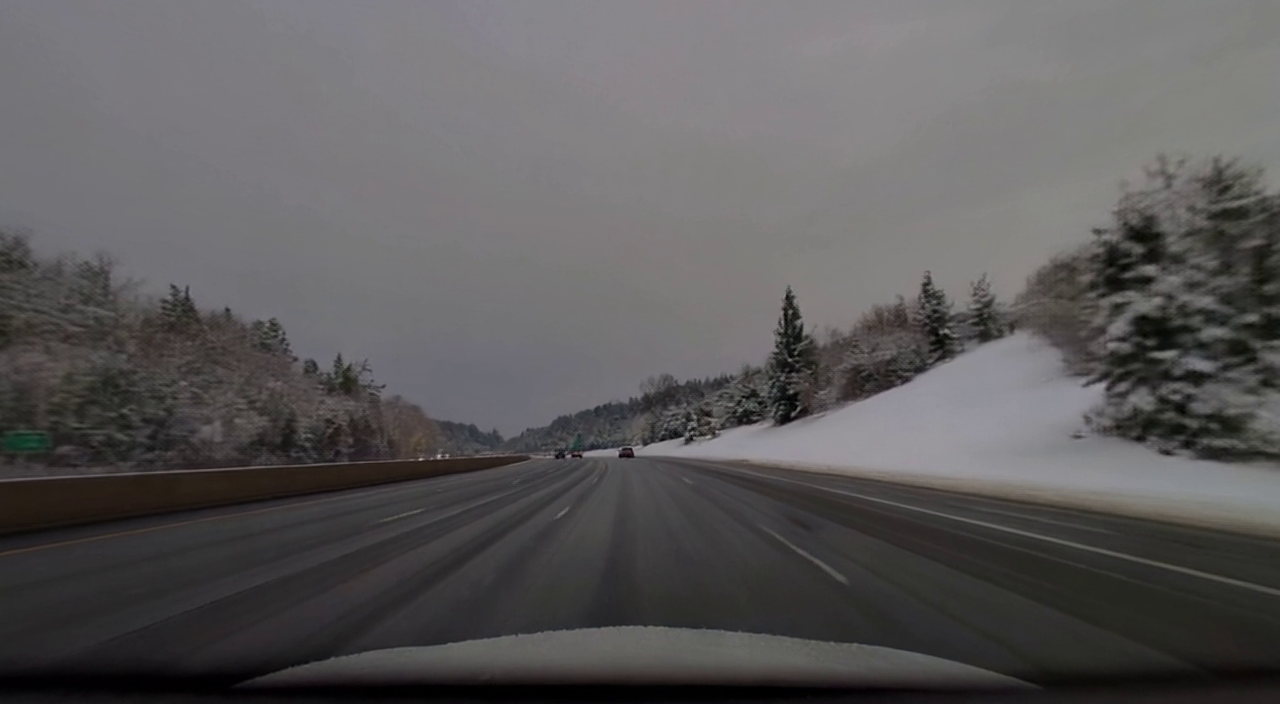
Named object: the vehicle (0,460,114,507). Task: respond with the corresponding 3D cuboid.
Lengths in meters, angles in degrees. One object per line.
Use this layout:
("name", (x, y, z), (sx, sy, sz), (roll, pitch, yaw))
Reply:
("vehicle", (-25.756, 5.538, 27.060), (2.069, 1.584, 5.069), (3, -8, -1))
